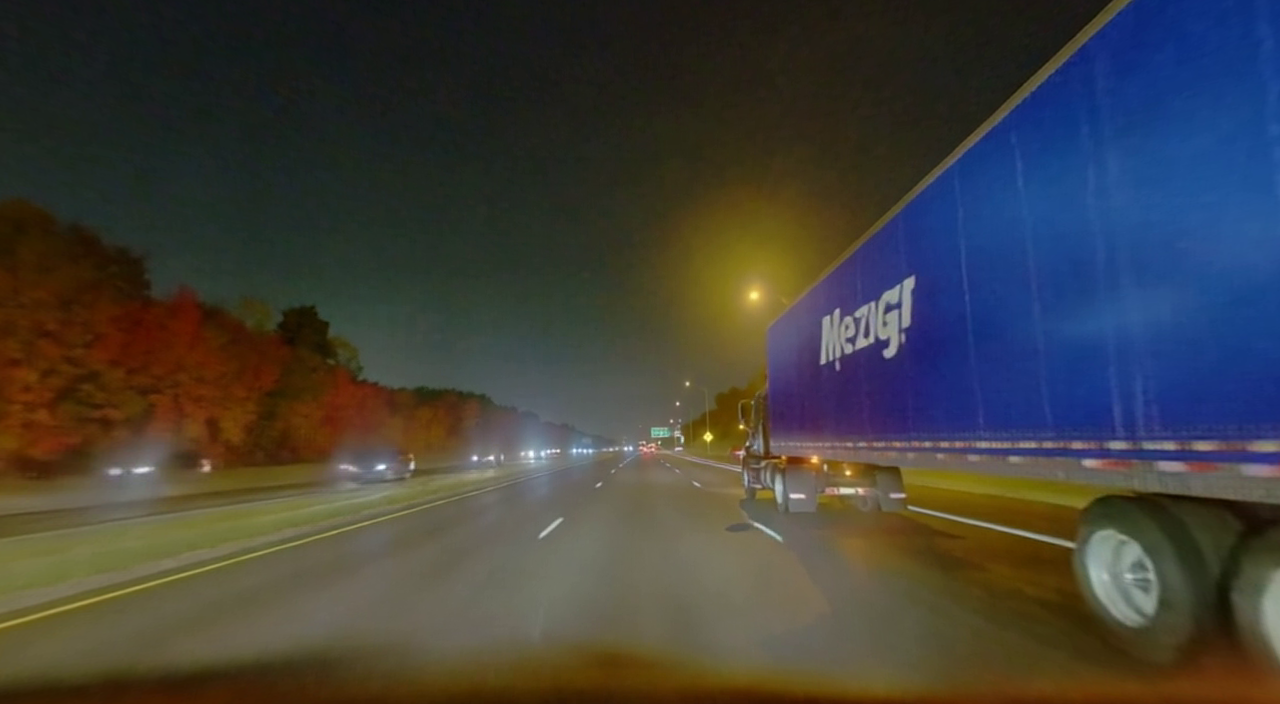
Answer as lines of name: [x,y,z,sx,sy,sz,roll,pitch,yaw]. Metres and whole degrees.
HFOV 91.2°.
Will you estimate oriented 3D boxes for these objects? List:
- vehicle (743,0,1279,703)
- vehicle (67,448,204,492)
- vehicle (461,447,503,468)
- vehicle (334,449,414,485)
vehicle: [4.128,0.430,7.257,3.003,3.880,16.814,0,-9,0]
vehicle: [-19.959,4.637,25.077,1.927,1.580,4.233,0,-9,0]
vehicle: [-11.759,7.886,46.924,1.914,1.511,4.556,0,-9,1]
vehicle: [-11.504,4.967,27.355,1.810,1.461,3.796,0,-9,0]
